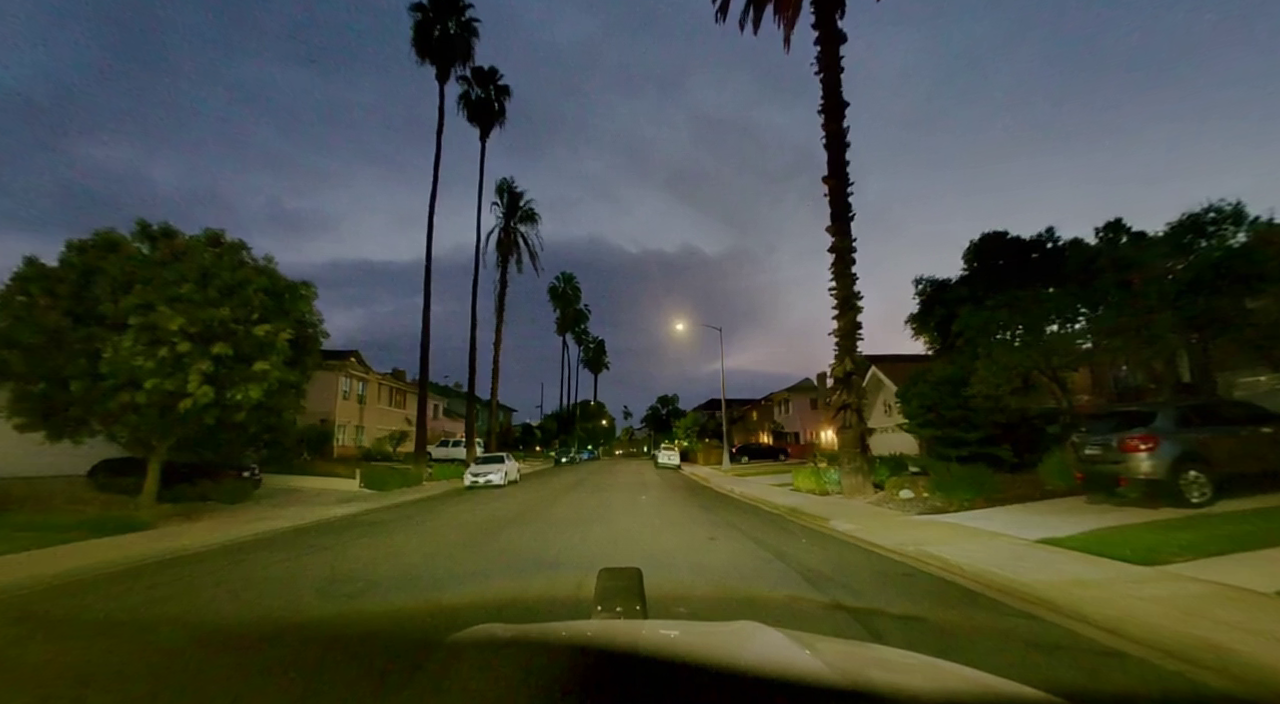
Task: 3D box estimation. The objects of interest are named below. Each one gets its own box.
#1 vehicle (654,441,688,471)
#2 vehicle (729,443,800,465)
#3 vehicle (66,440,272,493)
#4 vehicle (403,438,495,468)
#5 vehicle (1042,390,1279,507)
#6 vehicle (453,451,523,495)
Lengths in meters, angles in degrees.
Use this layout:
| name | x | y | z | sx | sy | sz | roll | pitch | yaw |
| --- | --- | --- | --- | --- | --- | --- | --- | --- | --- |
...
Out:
| name | x | y | z | sx | sy | sz | roll | pitch | yaw |
| --- | --- | --- | --- | --- | --- | --- | --- | --- | --- |
| vehicle | 2.188 | 7.557 | 46.202 | 2.184 | 2.038 | 6.212 | 0 | -9 | 0 |
| vehicle | 8.854 | 7.293 | 45.199 | 4.643 | 1.520 | 1.826 | 0 | -9 | 1 |
| vehicle | -13.351 | 3.266 | 18.163 | 4.283 | 1.400 | 1.926 | 0 | -9 | -3 |
| vehicle | -12.541 | 6.680 | 41.847 | 5.340 | 1.948 | 2.398 | 0 | -9 | -2 |
| vehicle | 9.681 | 1.613 | 10.614 | 4.389 | 1.754 | 2.040 | 0 | -9 | 1 |
| vehicle | -6.094 | 4.895 | 25.937 | 1.949 | 1.511 | 4.466 | 0 | -8 | -2 |
